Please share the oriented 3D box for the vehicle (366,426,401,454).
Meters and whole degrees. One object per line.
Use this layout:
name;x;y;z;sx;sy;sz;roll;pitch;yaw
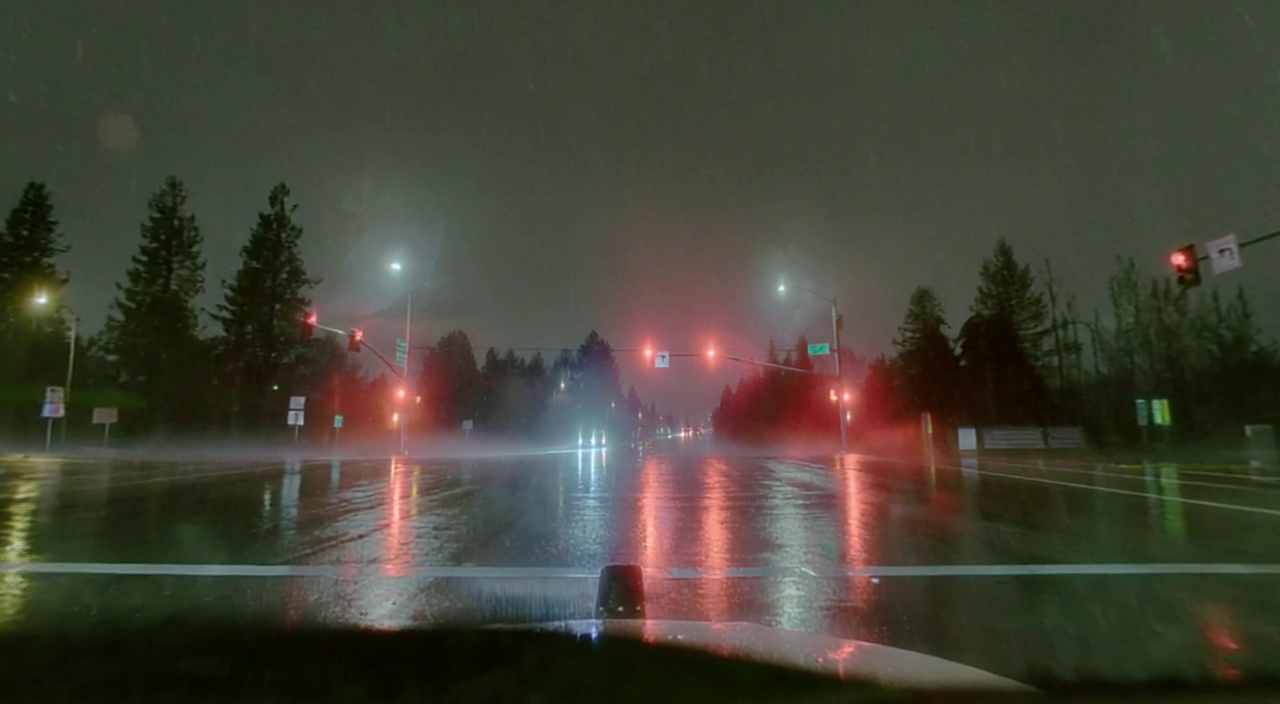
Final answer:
vehicle;-20.005;6.854;48.889;1.873;2.079;2.879;5;-10;-33
